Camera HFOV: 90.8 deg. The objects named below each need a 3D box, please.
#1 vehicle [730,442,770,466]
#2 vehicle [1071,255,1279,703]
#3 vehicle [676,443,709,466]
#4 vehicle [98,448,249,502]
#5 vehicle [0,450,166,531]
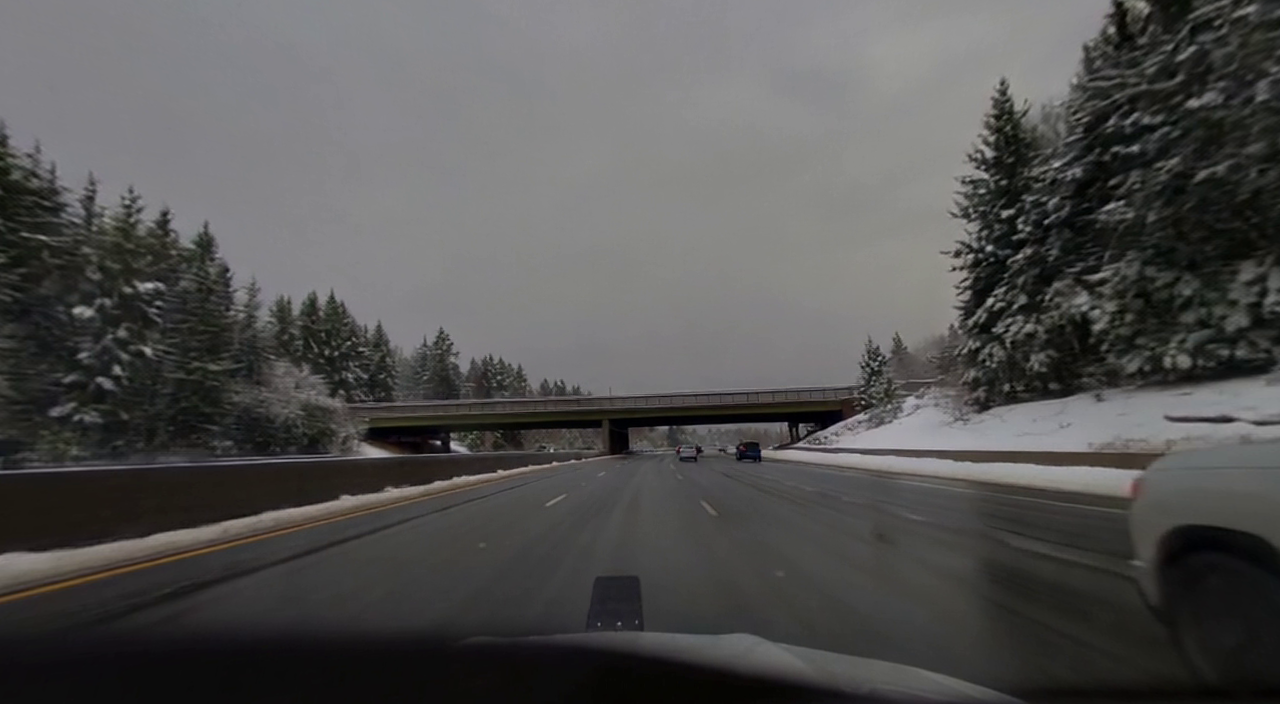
[{"bbox_3d":[7.574,7.059,43.809,1.989,1.529,4.375,0,-9,0],"label":"vehicle"},{"bbox_3d":[3.876,0.363,0.649,2.693,2.044,5.882,0,-9,0],"label":"vehicle"},{"bbox_3d":[3.557,7.042,43.570,1.981,1.471,4.342,0,-9,1],"label":"vehicle"},{"bbox_3d":[-17.705,4.646,24.353,2.065,1.822,4.806,0,-9,1],"label":"vehicle"},{"bbox_3d":[-14.594,3.281,15.544,2.106,1.674,4.768,0,-9,0],"label":"vehicle"}]
